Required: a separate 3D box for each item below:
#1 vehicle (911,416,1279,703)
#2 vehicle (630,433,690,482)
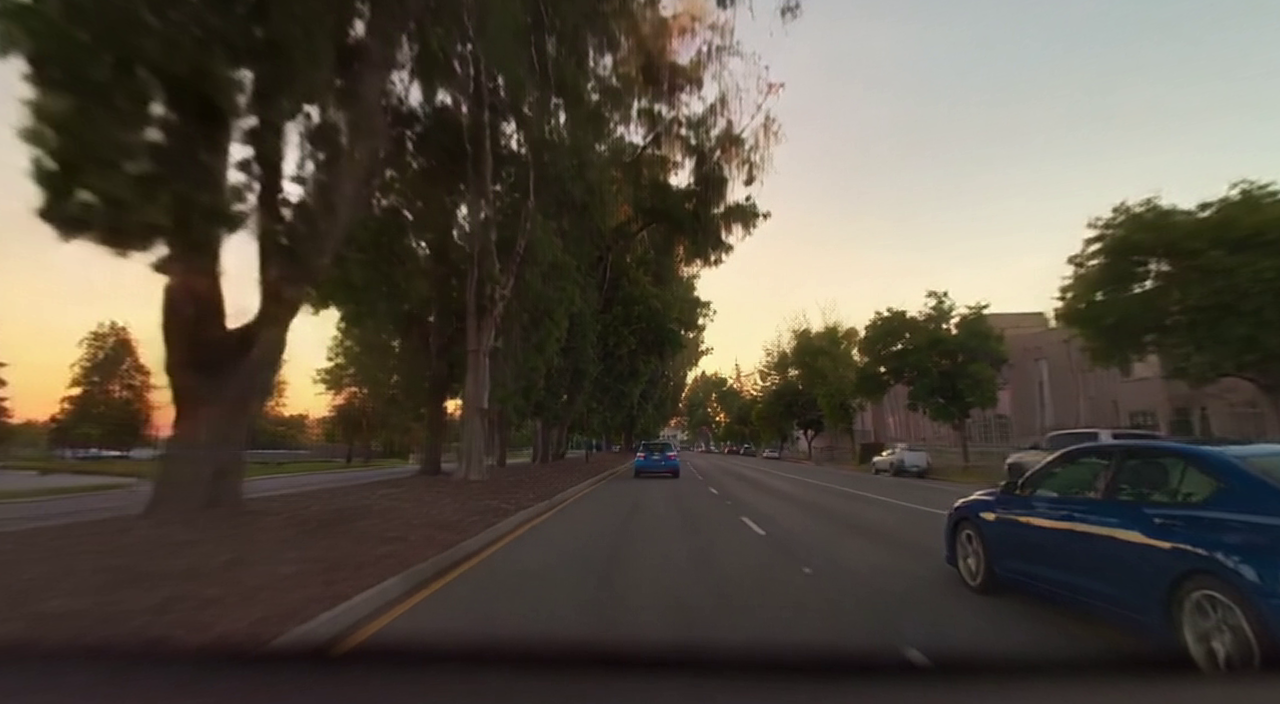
[{"bbox_3d":[3.854,1.239,4.465,1.918,1.418,4.360,0,-8,0],"label":"vehicle"},{"bbox_3d":[0.719,4.038,24.371,2.085,1.693,4.301,0,-8,0],"label":"vehicle"}]
